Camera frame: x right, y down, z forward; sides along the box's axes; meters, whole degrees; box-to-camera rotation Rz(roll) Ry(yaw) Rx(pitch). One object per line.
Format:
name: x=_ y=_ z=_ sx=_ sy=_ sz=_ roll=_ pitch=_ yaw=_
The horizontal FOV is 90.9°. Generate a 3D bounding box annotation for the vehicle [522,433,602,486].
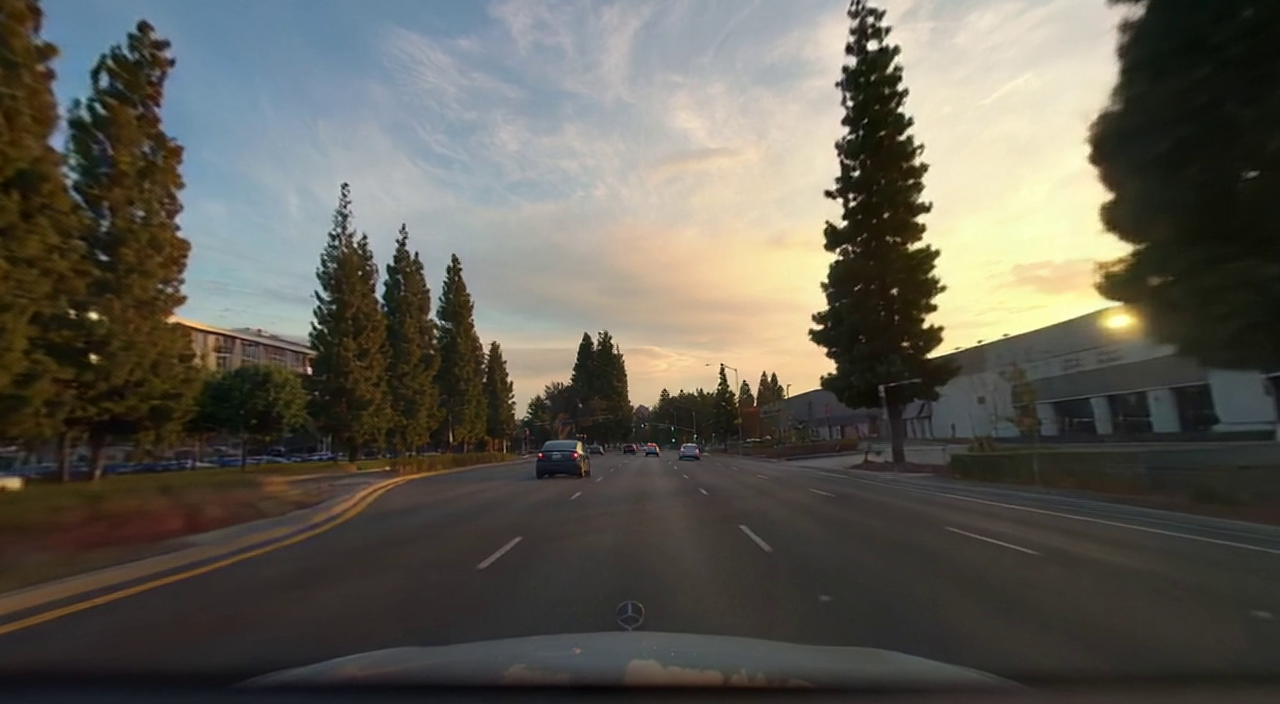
vehicle: x=-2.626 y=3.770 z=22.384 sx=2.121 sy=1.656 sz=4.559 roll=-1 pitch=-8 yaw=1
